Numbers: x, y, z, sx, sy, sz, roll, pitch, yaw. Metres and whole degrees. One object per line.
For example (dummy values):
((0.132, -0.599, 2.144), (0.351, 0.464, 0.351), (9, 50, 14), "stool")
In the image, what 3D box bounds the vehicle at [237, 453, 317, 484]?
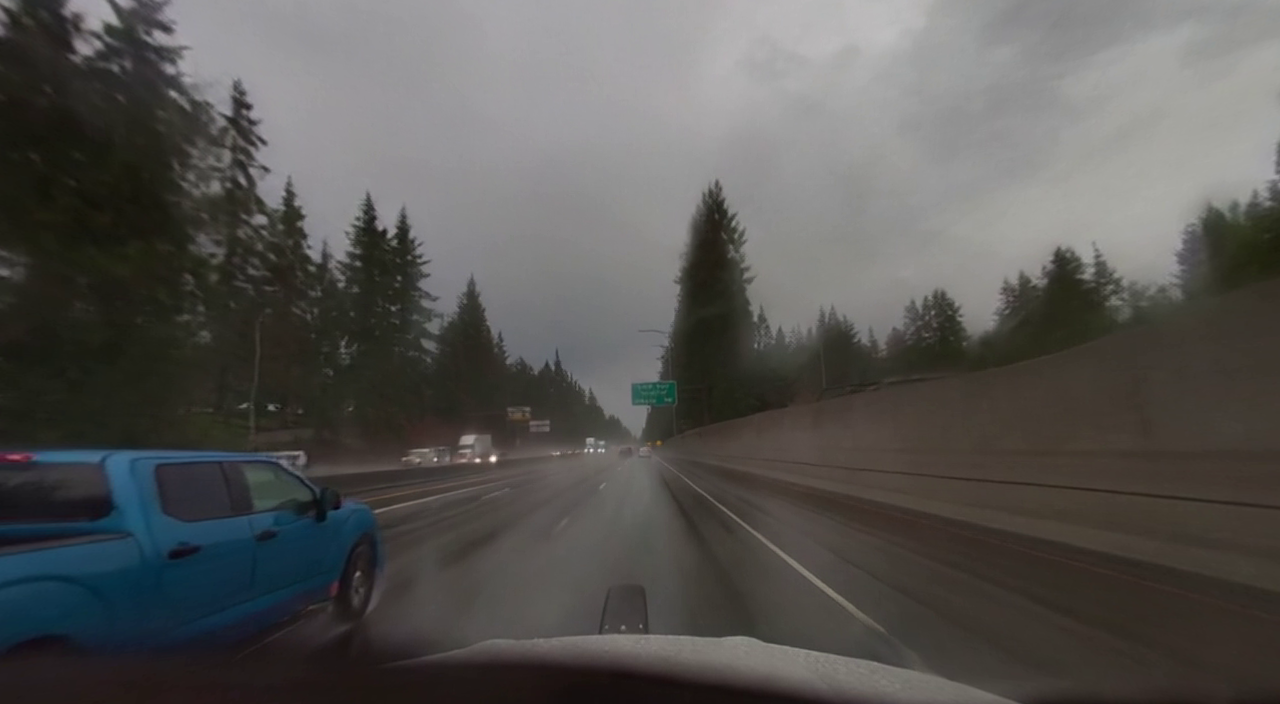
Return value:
((-23.171, 7.399, 40.525), (2.056, 1.728, 5.167), (-3, -9, 0), "vehicle")
